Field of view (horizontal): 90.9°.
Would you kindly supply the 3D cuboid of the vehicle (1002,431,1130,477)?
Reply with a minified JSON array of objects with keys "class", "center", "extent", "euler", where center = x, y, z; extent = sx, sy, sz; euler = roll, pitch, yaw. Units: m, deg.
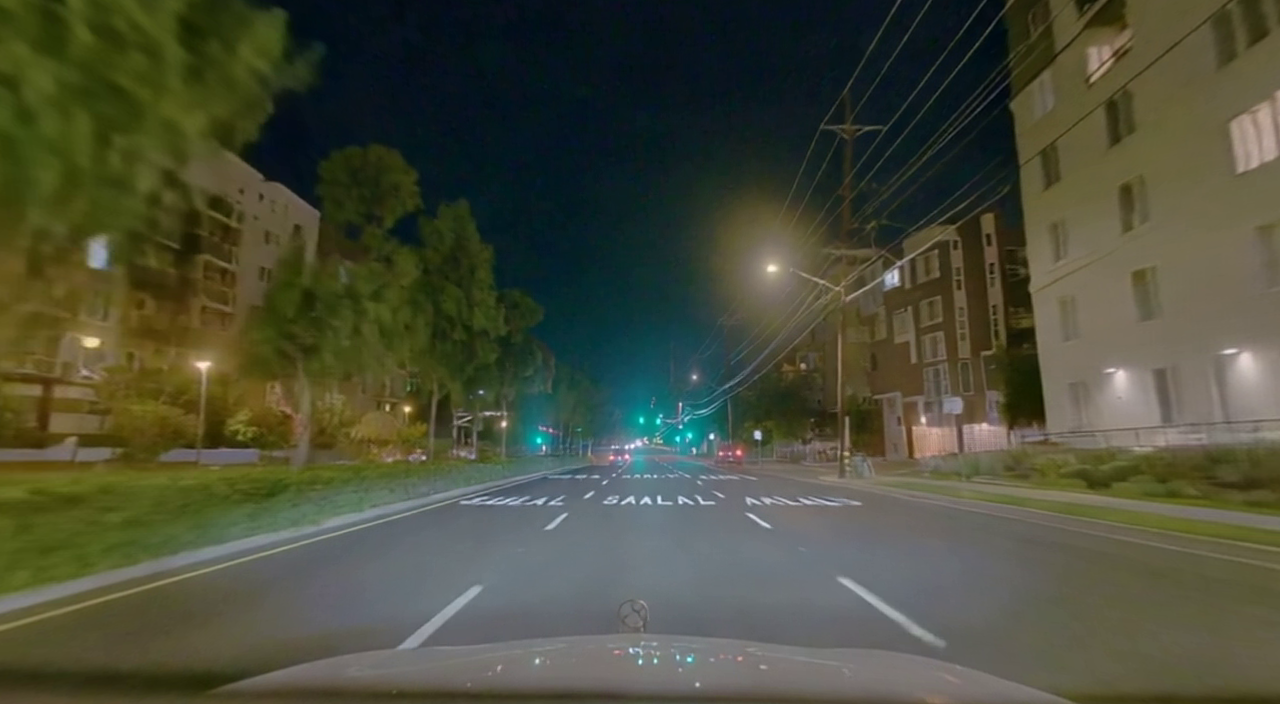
[{"class":"vehicle","center":[17.682,4.257,26.511],"extent":[1.960,1.725,4.616],"euler":[0,-8,-3]}]

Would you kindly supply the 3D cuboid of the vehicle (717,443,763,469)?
[{"class":"vehicle","center":[7.699,8.050,49.141],"extent":[2.747,1.938,4.708],"euler":[0,-8,-1]}]
